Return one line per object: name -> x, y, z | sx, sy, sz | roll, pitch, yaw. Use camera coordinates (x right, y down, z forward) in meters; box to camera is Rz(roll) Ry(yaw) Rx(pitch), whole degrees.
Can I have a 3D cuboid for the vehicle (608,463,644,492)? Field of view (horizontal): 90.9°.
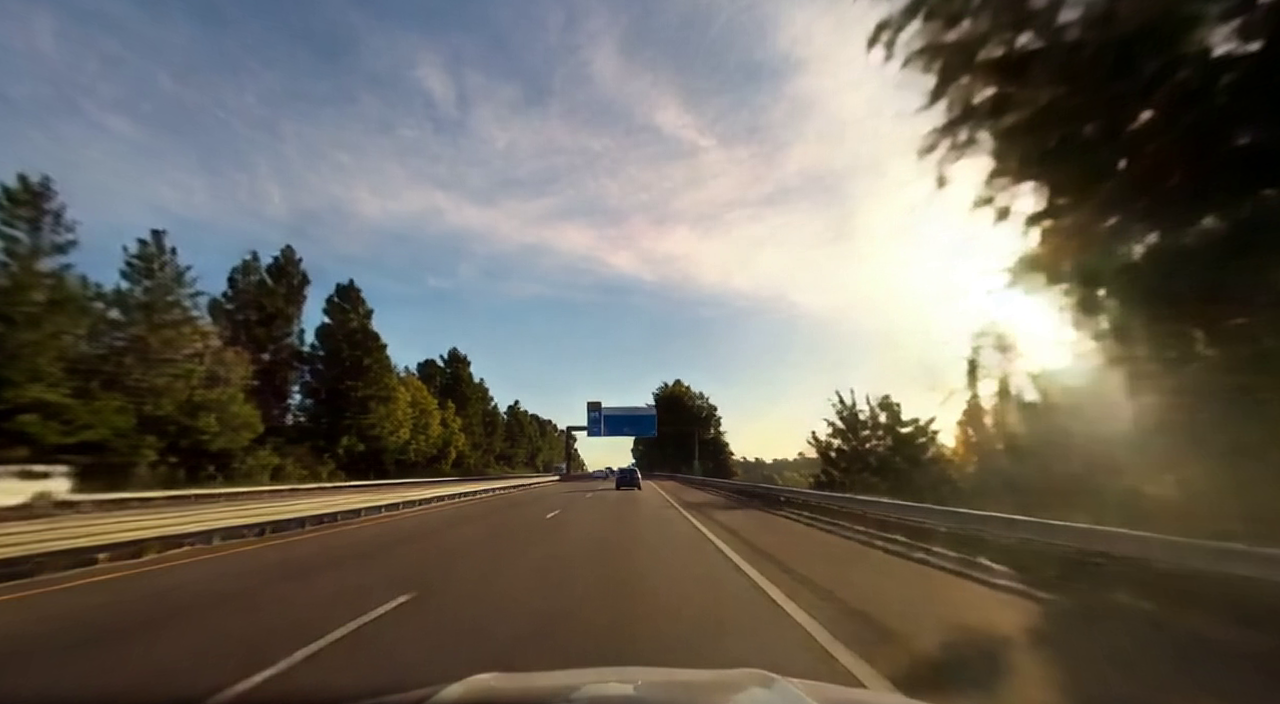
vehicle -> -0.852, 7.924, 40.010 | 2.107, 1.668, 4.554 | 1, -11, 0
